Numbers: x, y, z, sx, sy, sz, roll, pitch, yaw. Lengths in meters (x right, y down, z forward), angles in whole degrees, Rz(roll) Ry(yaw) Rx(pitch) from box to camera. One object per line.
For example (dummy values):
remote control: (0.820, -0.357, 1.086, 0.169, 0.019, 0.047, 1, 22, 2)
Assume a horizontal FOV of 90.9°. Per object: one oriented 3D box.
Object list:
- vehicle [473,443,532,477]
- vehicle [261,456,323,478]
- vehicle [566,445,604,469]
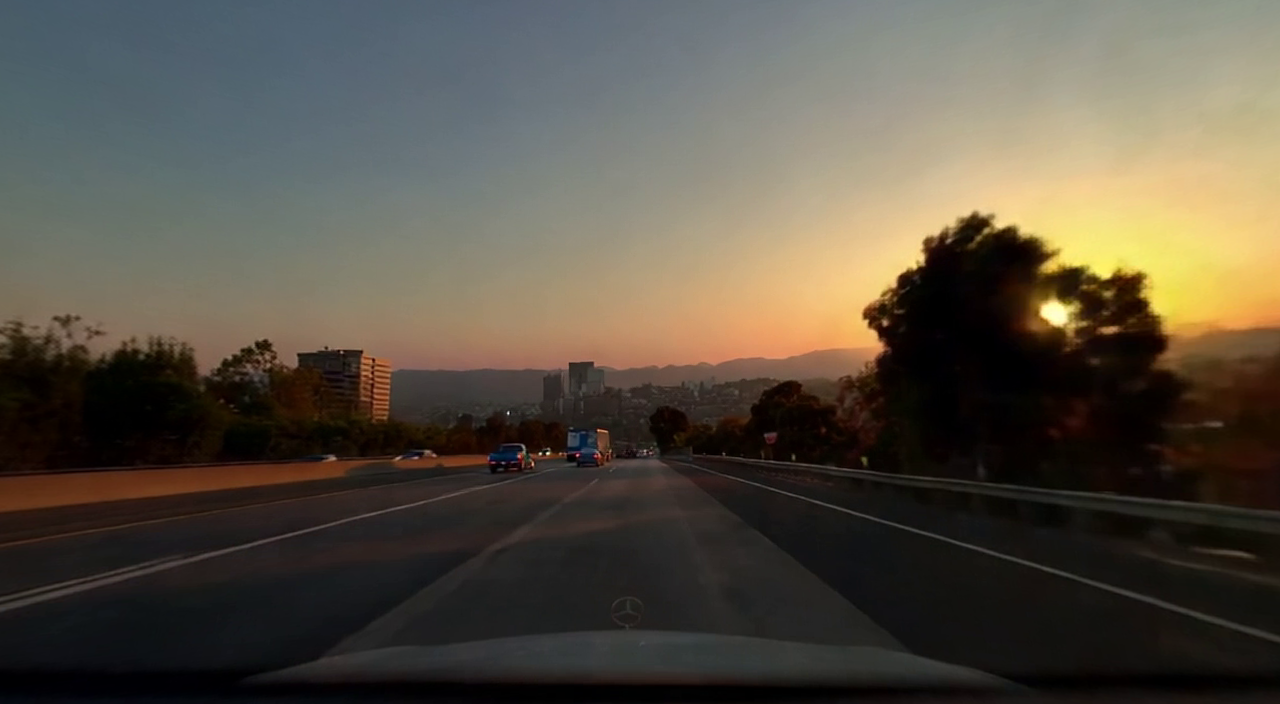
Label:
vehicle: (-7.187, 5.654, 33.363, 2.075, 1.646, 4.405, 0, -8, 1)
vehicle: (-24.127, 7.952, 43.862, 1.699, 1.396, 4.229, 0, -8, 2)
vehicle: (-3.725, 7.208, 43.415, 2.184, 1.554, 4.350, 0, -8, 1)
